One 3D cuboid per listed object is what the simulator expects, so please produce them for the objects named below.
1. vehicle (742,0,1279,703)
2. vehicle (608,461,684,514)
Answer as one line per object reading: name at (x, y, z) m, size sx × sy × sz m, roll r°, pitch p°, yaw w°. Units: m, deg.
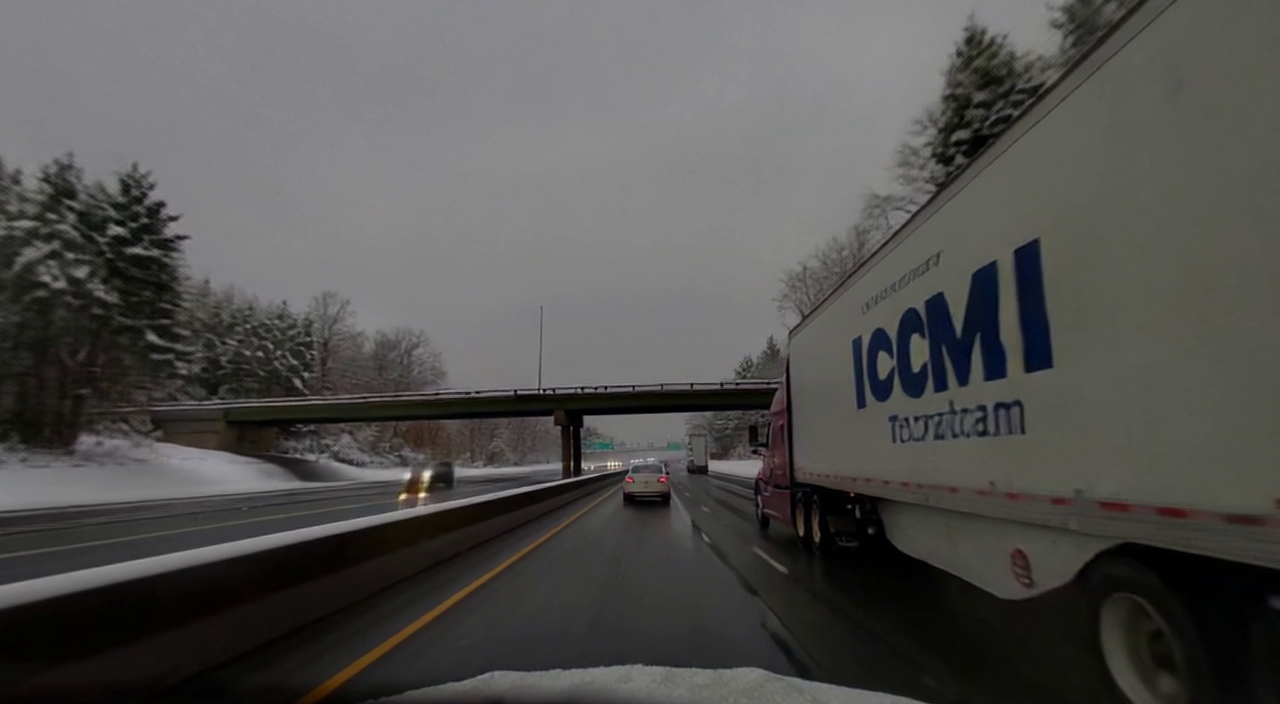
vehicle at (4.396, 1.270, 9.585) m, size 2.964 × 4.188 × 16.587 m, roll 1°, pitch -10°, yaw 0°
vehicle at (0.212, 4.203, 19.761) m, size 2.156 × 1.444 × 3.762 m, roll 1°, pitch -10°, yaw 1°
